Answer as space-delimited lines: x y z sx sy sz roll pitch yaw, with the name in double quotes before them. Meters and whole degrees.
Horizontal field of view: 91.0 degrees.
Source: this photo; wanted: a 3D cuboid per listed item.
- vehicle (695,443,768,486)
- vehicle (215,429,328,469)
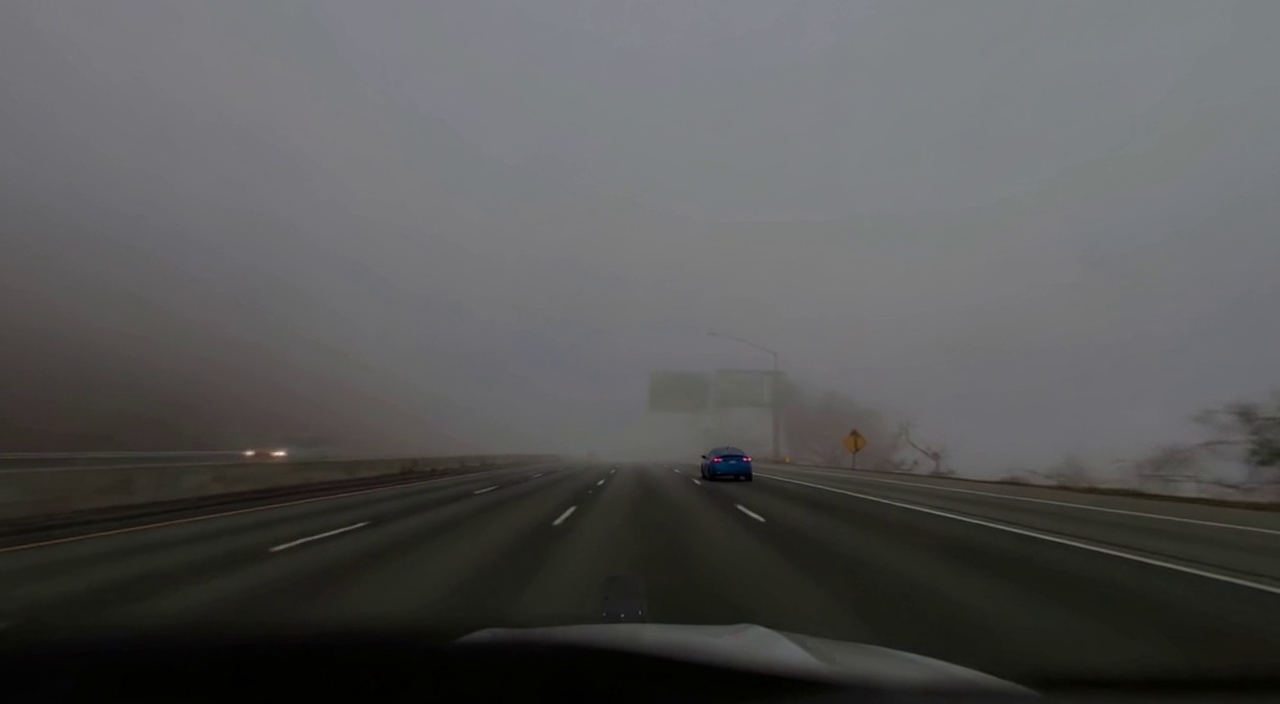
"vehicle" 3.438 4.322 24.504 2.033 1.501 4.398 0 -9 -2
"vehicle" -18.502 4.934 32.073 2.336 1.832 5.644 0 -9 0
